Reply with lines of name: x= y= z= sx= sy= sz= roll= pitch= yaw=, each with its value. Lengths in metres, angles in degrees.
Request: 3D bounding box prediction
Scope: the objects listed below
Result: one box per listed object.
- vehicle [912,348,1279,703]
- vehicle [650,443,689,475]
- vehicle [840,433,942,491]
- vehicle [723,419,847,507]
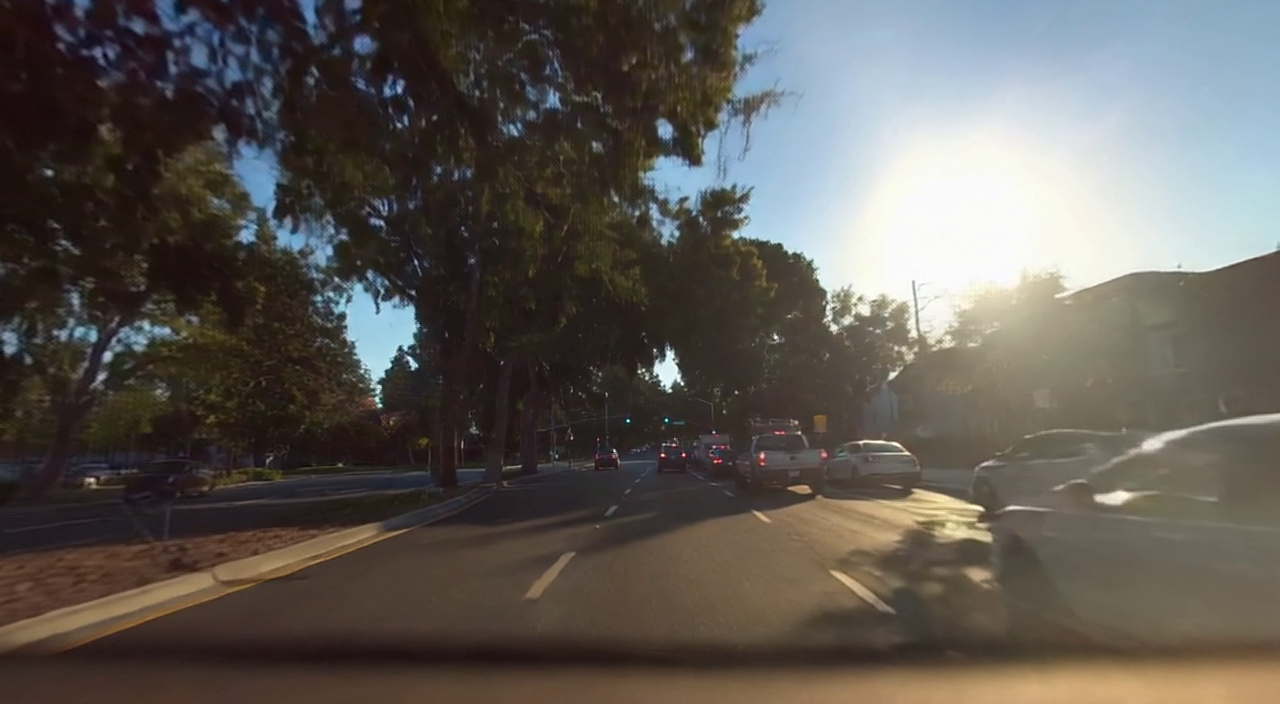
vehicle: x=3.468 y=0.989 z=3.322 sx=2.041 sy=1.688 sz=4.717 roll=0 pitch=-9 yaw=1
vehicle: x=1.647 y=6.022 z=35.690 sx=2.052 sy=1.693 sz=4.554 roll=0 pitch=-9 yaw=2
vehicle: x=8.891 y=3.938 z=22.862 sx=1.992 sy=1.840 sz=4.646 roll=0 pitch=-9 yaw=3
vehicle: x=3.910 y=3.169 z=18.394 sx=2.268 sy=2.090 sz=6.113 roll=0 pitch=-9 yaw=1
